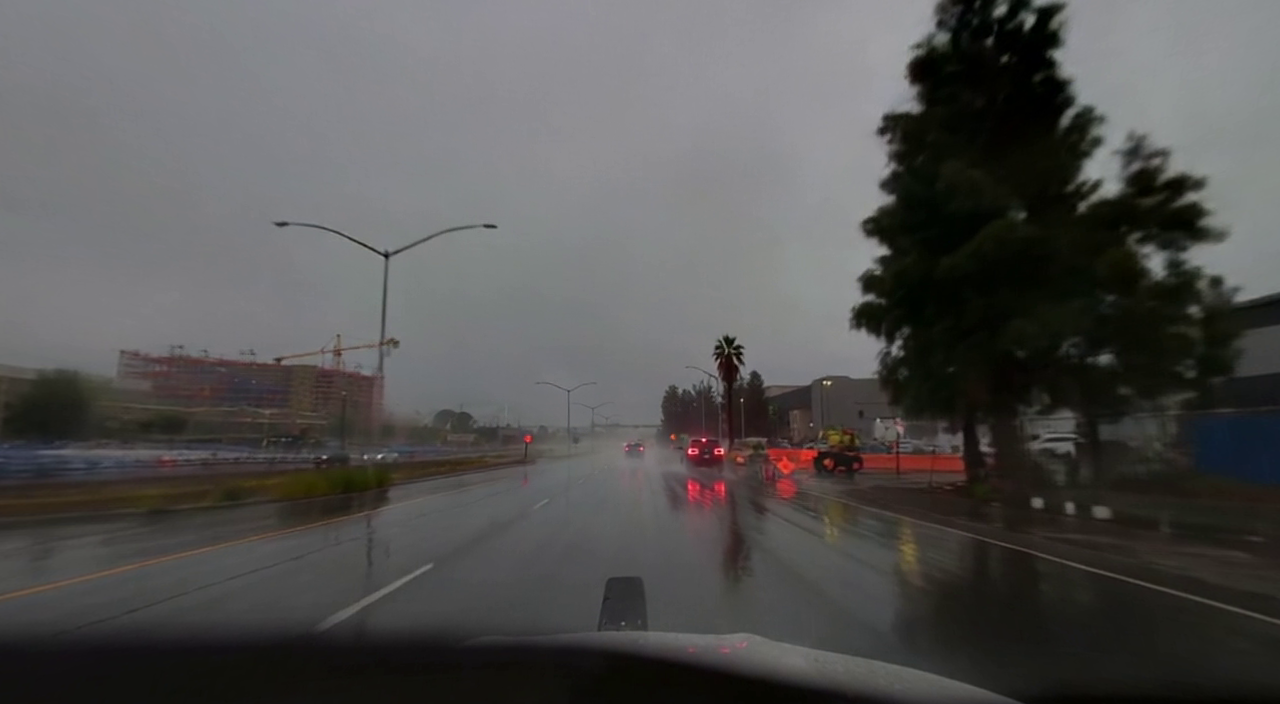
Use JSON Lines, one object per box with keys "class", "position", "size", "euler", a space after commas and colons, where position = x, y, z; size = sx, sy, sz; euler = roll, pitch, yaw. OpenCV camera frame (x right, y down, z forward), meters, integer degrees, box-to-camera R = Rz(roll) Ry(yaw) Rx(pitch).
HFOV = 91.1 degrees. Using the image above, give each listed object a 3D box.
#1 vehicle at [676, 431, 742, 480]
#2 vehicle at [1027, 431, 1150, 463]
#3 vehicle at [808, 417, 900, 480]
{"class": "vehicle", "position": [2.974, 4.644, 28.446], "size": [2.386, 1.970, 5.665], "euler": [0, -8, 0]}
{"class": "vehicle", "position": [30.481, 6.452, 42.821], "size": [6.580, 2.031, 2.456], "euler": [1, -8, -3]}
{"class": "vehicle", "position": [11.105, 4.970, 32.438], "size": [2.609, 2.976, 4.867], "euler": [-8, -11, 42]}
